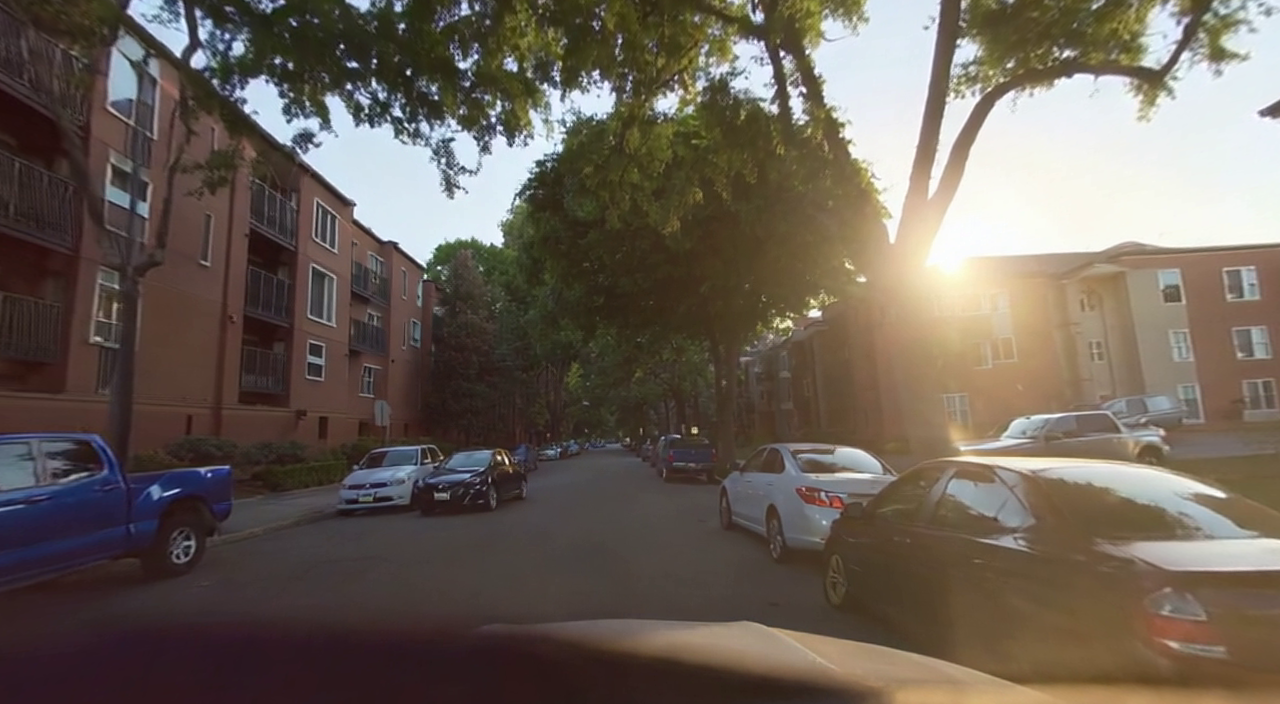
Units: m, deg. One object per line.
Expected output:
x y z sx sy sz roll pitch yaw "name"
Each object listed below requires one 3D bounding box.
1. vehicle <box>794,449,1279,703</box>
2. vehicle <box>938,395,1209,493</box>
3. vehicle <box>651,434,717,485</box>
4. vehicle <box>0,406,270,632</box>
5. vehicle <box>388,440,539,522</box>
2.387 1.262 3.708 1.720 1.333 4.233 0 -8 -3 "vehicle"
9.316 2.037 13.911 4.416 1.784 1.929 -3 -10 -1 "vehicle"
1.501 3.898 23.204 1.878 1.664 4.033 1 -8 -4 "vehicle"
-6.591 1.636 6.409 2.308 1.877 6.060 -4 -8 -3 "vehicle"
-3.680 2.749 14.148 1.966 1.515 4.394 0 -8 2 "vehicle"
